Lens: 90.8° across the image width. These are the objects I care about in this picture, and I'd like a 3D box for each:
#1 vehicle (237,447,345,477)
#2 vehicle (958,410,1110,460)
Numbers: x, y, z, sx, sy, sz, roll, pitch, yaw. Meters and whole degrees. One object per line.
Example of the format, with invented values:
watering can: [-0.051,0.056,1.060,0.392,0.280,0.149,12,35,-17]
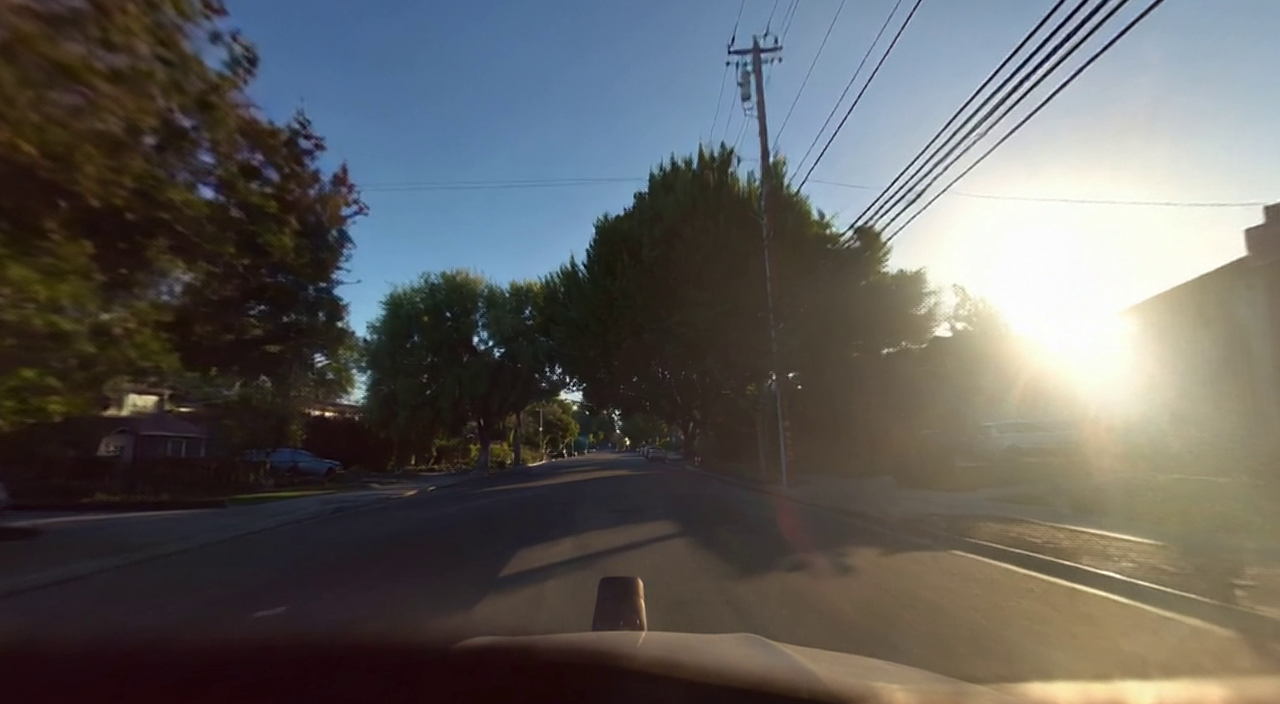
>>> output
vehicle: [-18.079,5.691,32.883,4.519,1.426,1.903,8,-12,-43]
vehicle: [15.113,3.216,24.421,4.562,1.832,1.987,0,-8,-3]
